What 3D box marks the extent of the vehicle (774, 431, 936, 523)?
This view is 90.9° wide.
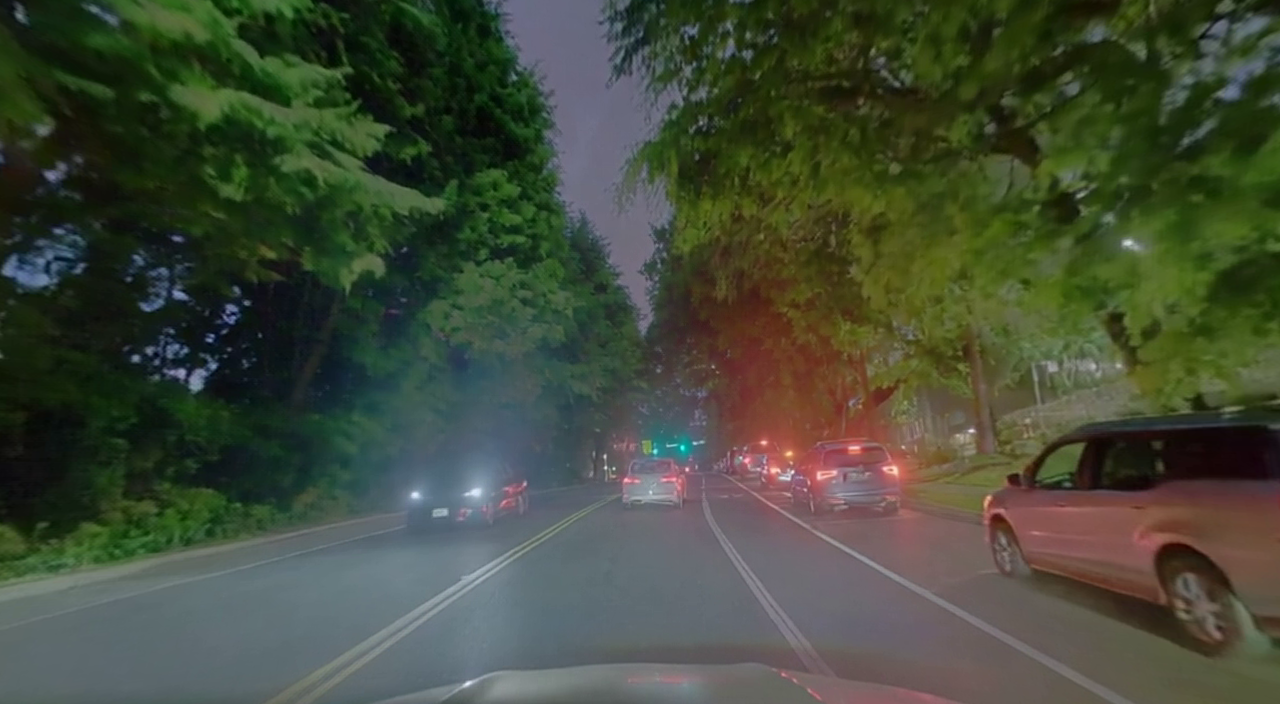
[{"bbox_3d":[4.381,2.606,13.763,1.957,1.629,4.609,0,-8,1],"label":"vehicle"}]

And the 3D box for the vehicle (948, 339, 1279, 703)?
[{"bbox_3d":[4.148,1.004,4.164,1.968,1.783,4.826,0,-8,3],"label":"vehicle"}]

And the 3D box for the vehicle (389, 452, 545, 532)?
[{"bbox_3d":[-3.668,3.051,14.393,2.087,1.449,4.575,-1,-8,3],"label":"vehicle"}]

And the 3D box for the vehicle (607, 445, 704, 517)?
[{"bbox_3d":[0.407,3.074,15.620,2.078,1.521,4.058,0,-8,2],"label":"vehicle"}]
